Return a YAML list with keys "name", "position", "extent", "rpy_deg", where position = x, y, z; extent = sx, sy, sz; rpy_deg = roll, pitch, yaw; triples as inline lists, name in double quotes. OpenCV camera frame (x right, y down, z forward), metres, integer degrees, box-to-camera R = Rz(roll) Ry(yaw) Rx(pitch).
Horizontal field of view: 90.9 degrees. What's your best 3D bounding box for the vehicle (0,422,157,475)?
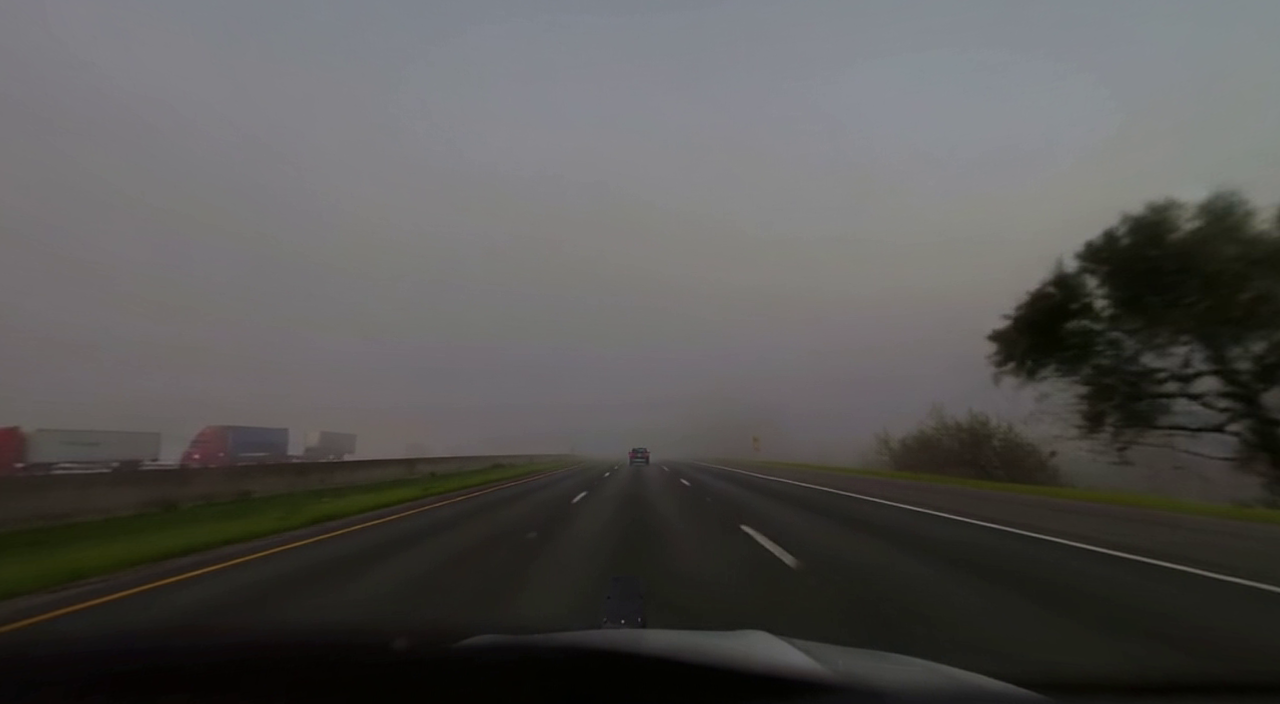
- name: "vehicle"
  position: [-44.493, 7.374, 47.965]
  extent: [3.035, 3.535, 15.819]
  rpy_deg: [0, -9, 0]
